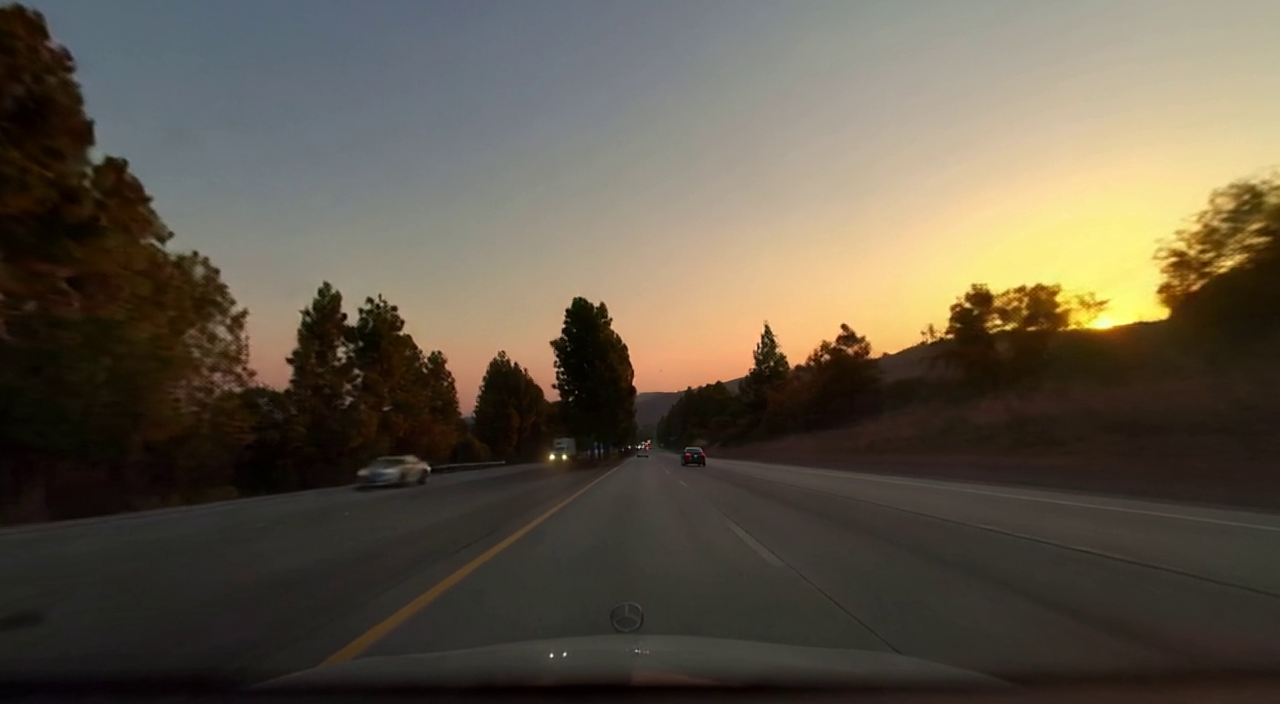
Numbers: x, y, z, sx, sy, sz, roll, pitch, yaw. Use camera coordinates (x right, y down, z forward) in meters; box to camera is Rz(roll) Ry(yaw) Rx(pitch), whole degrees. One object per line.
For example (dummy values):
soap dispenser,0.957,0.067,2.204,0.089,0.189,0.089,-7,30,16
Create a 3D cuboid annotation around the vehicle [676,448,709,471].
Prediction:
vehicle,3.799,7.851,46.206,2.013,1.584,3.995,0,-9,-1
